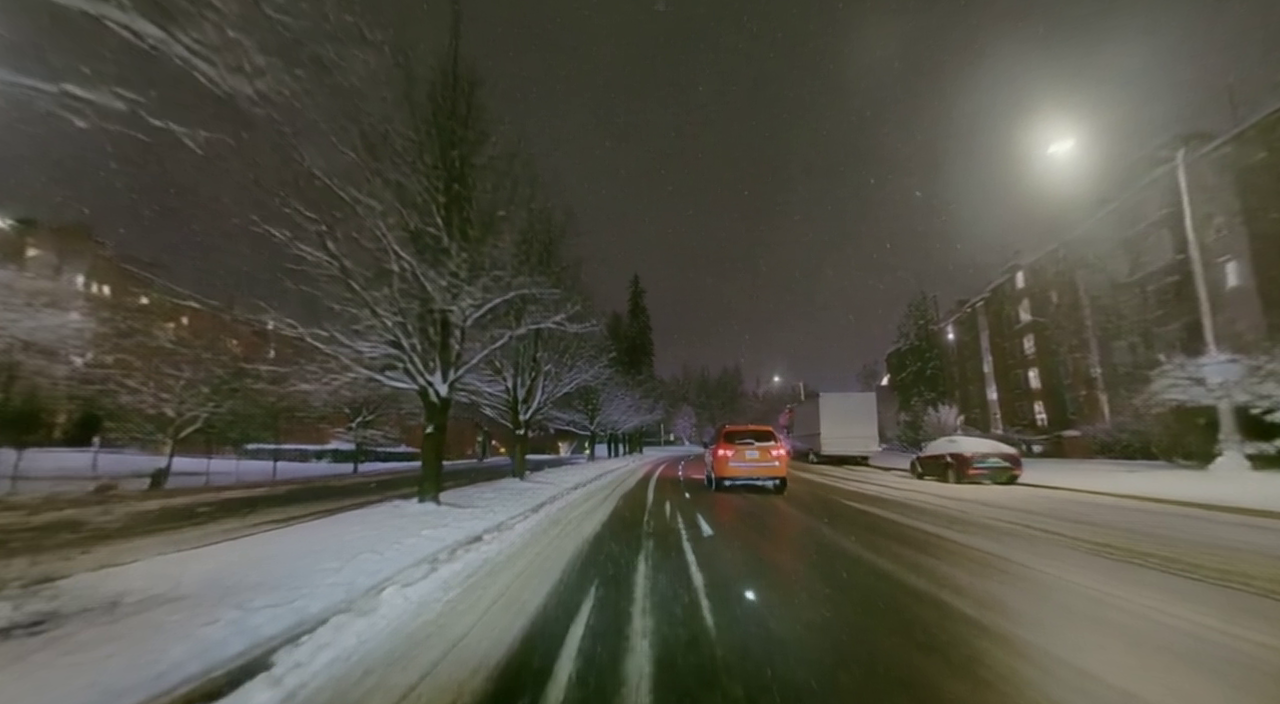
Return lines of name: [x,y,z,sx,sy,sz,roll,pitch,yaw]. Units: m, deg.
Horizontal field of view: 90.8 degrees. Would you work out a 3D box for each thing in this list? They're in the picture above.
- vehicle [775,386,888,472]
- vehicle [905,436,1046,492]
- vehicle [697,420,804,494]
vehicle: [11.339,5.077,40.149,2.887,4.158,18.418,-1,-8,5]
vehicle: [10.090,3.378,19.520,1.870,1.504,4.823,0,-8,3]
vehicle: [2.960,2.953,18.058,2.215,1.812,4.569,0,-9,0]
